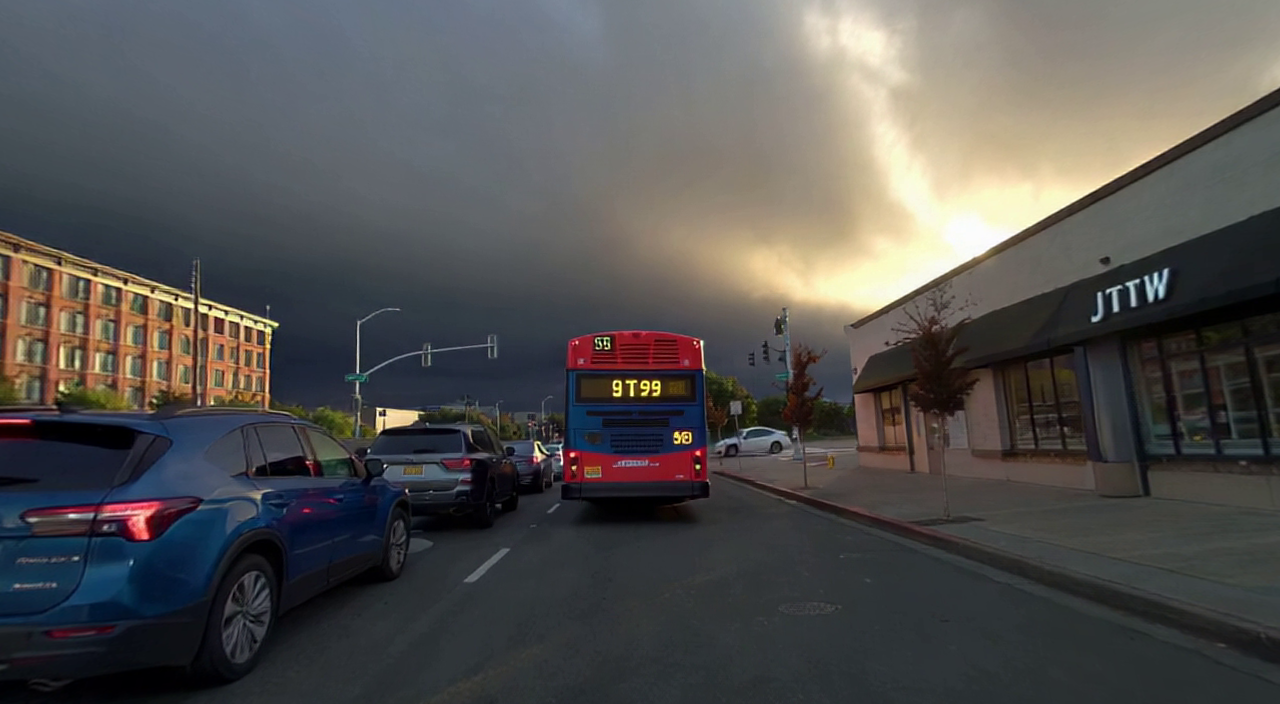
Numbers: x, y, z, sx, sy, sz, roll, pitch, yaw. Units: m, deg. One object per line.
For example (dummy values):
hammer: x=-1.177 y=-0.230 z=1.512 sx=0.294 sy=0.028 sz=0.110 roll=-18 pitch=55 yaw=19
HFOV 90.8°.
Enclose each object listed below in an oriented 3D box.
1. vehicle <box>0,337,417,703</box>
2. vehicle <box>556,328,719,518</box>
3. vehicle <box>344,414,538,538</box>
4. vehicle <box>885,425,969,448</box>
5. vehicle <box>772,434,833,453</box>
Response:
vehicle: x=-3.212 y=1.093 z=3.980 sx=2.020 sy=1.725 sz=4.384 roll=0 pitch=-8 yaw=0
vehicle: x=-0.297 y=2.005 z=16.560 sx=2.938 sy=3.468 sz=9.972 roll=0 pitch=-9 yaw=-3
vehicle: x=-3.345 y=2.198 z=11.787 sx=2.096 sy=1.828 sz=4.669 roll=0 pitch=-8 yaw=0
vehicle: x=19.432 y=5.755 z=42.918 sx=4.774 sy=1.492 sz=1.802 roll=0 pitch=-9 yaw=-1
vehicle: x=11.950 y=6.742 z=46.664 sx=3.949 sy=1.337 sz=1.738 roll=0 pitch=-9 yaw=-3
